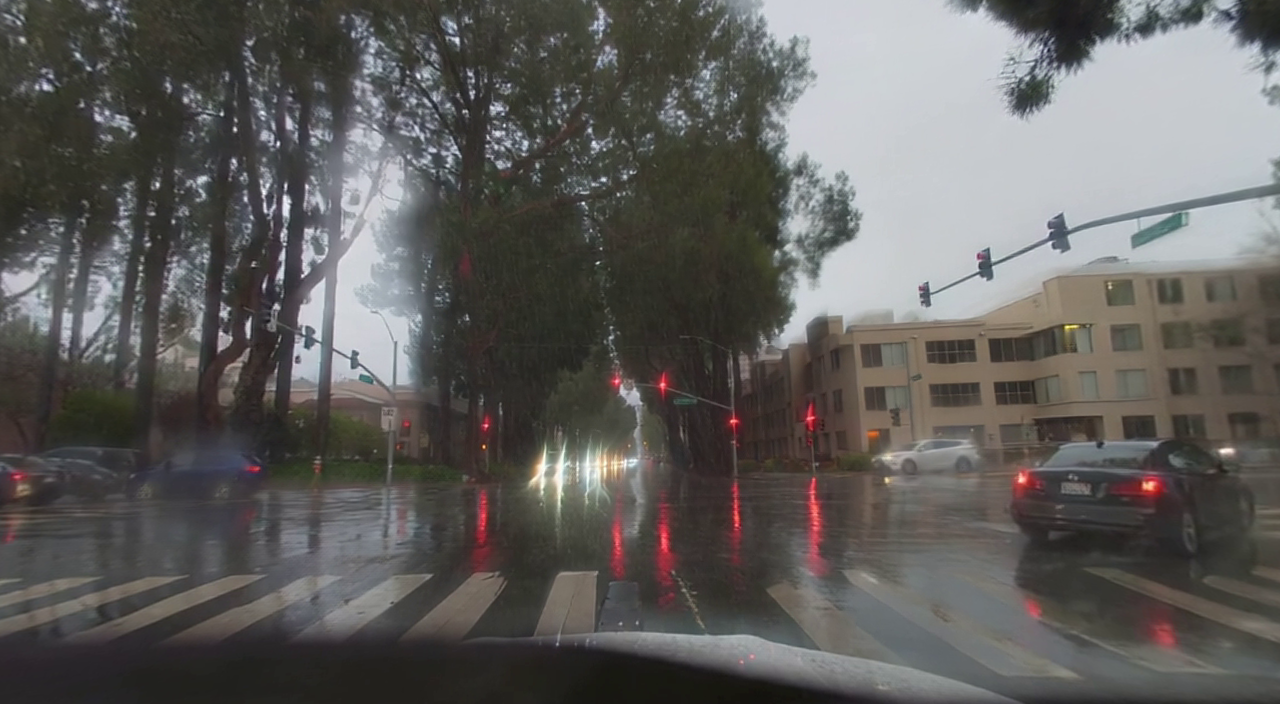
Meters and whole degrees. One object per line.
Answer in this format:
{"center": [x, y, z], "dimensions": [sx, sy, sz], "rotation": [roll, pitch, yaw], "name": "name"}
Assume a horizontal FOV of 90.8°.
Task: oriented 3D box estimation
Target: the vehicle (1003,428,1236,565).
{"center": [7.142, 2.000, 9.676], "dimensions": [2.189, 1.536, 4.492], "rotation": [-6, -10, 35], "name": "vehicle"}

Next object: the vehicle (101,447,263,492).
{"center": [-19.164, 4.949, 26.651], "dimensions": [4.798, 1.763, 2.536], "rotation": [0, -10, 0], "name": "vehicle"}

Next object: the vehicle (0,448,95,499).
{"center": [-23.536, 4.440, 23.261], "dimensions": [4.748, 1.727, 2.325], "rotation": [0, -8, 1], "name": "vehicle"}

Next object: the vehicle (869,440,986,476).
{"center": [15.887, 5.881, 35.149], "dimensions": [5.220, 1.897, 2.596], "rotation": [0, -8, 0], "name": "vehicle"}
